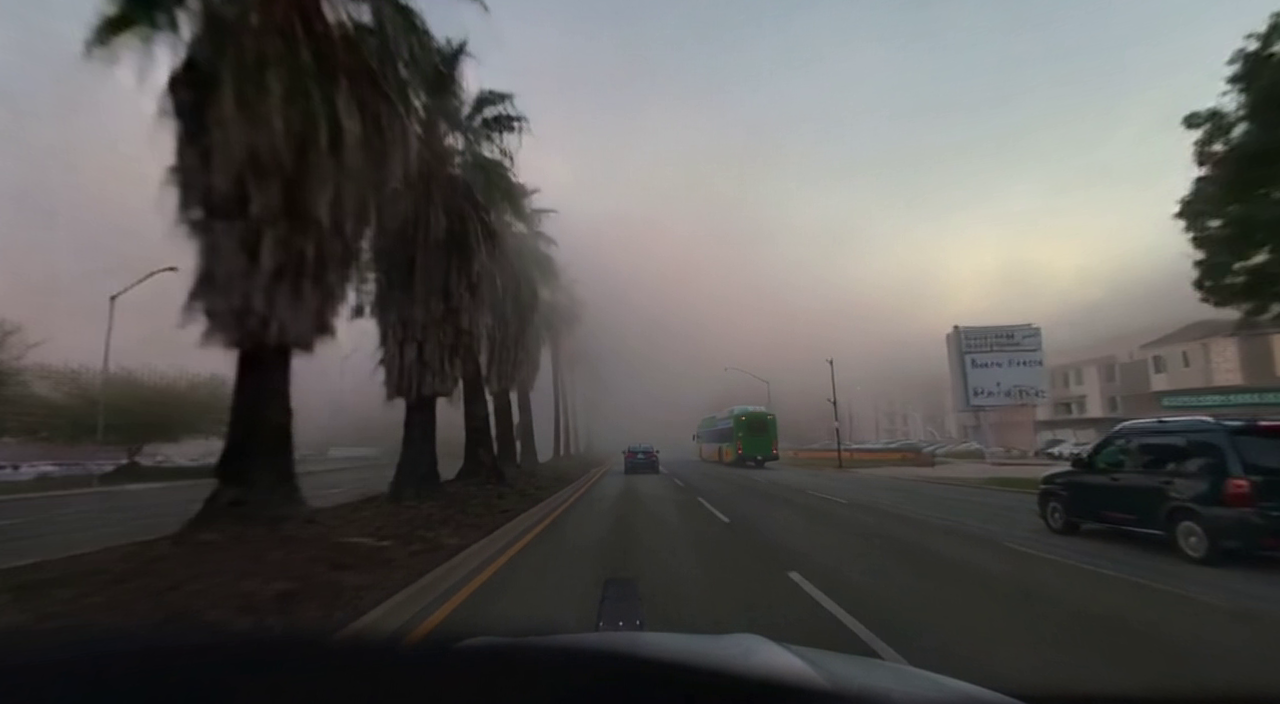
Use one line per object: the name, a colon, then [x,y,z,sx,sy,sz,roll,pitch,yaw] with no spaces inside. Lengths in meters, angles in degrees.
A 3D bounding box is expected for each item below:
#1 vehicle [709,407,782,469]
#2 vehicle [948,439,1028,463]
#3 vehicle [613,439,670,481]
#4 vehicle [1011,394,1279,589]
vehicle: [6.350,5.460,39.559,2.795,3.383,9.287,0,-9,-1]
vehicle: [23.079,6.611,42.000,4.229,1.428,1.883,1,-9,0]
vehicle: [0.016,4.234,24.960,2.065,1.477,4.306,0,-9,-1]
vehicle: [6.567,1.495,7.268,2.031,1.670,4.154,0,-9,0]
